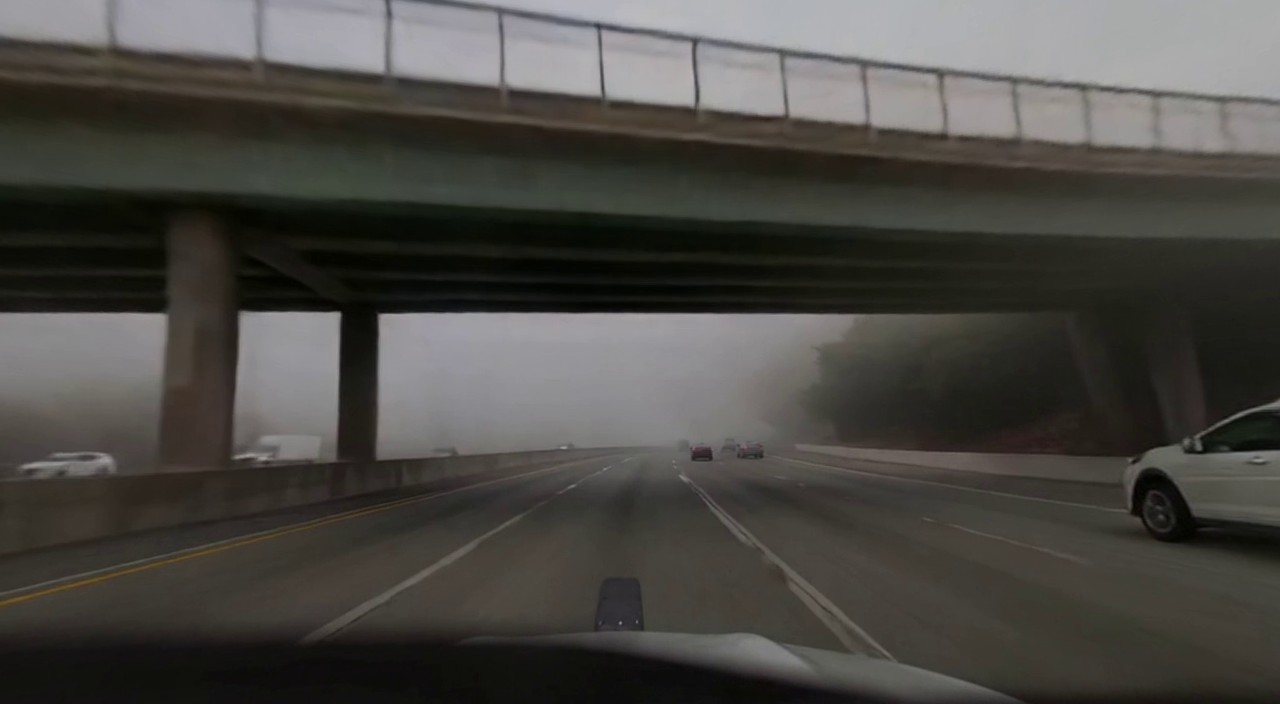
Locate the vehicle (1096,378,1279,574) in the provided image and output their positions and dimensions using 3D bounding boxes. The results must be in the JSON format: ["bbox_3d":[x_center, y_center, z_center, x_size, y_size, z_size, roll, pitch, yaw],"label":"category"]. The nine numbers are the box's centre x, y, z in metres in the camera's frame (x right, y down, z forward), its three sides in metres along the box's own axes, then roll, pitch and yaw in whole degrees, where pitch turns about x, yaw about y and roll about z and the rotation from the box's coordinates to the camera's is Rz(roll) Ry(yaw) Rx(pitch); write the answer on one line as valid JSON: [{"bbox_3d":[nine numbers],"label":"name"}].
[{"bbox_3d":[6.992,1.111,5.647,2.087,1.806,4.946,0,-9,0],"label":"vehicle"}]

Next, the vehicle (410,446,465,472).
[{"bbox_3d":[-14.098,7.445,44.232,2.106,1.674,4.768,-1,-9,2],"label":"vehicle"}]

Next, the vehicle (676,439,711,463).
[{"bbox_3d":[3.452,6.535,41.653,1.981,1.471,4.342,-1,-9,1],"label":"vehicle"}]

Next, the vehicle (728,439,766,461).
[{"bbox_3d":[7.688,7.121,45.922,1.989,1.529,4.375,0,-9,0],"label":"vehicle"}]

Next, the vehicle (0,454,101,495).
[{"bbox_3d":[-28.168,5.650,29.429,2.018,1.692,4.563,-1,-9,1],"label":"vehicle"}]

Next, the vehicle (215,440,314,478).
[{"bbox_3d":[-27.967,7.940,47.510,2.508,2.445,7.434,1,-8,3],"label":"vehicle"}]
